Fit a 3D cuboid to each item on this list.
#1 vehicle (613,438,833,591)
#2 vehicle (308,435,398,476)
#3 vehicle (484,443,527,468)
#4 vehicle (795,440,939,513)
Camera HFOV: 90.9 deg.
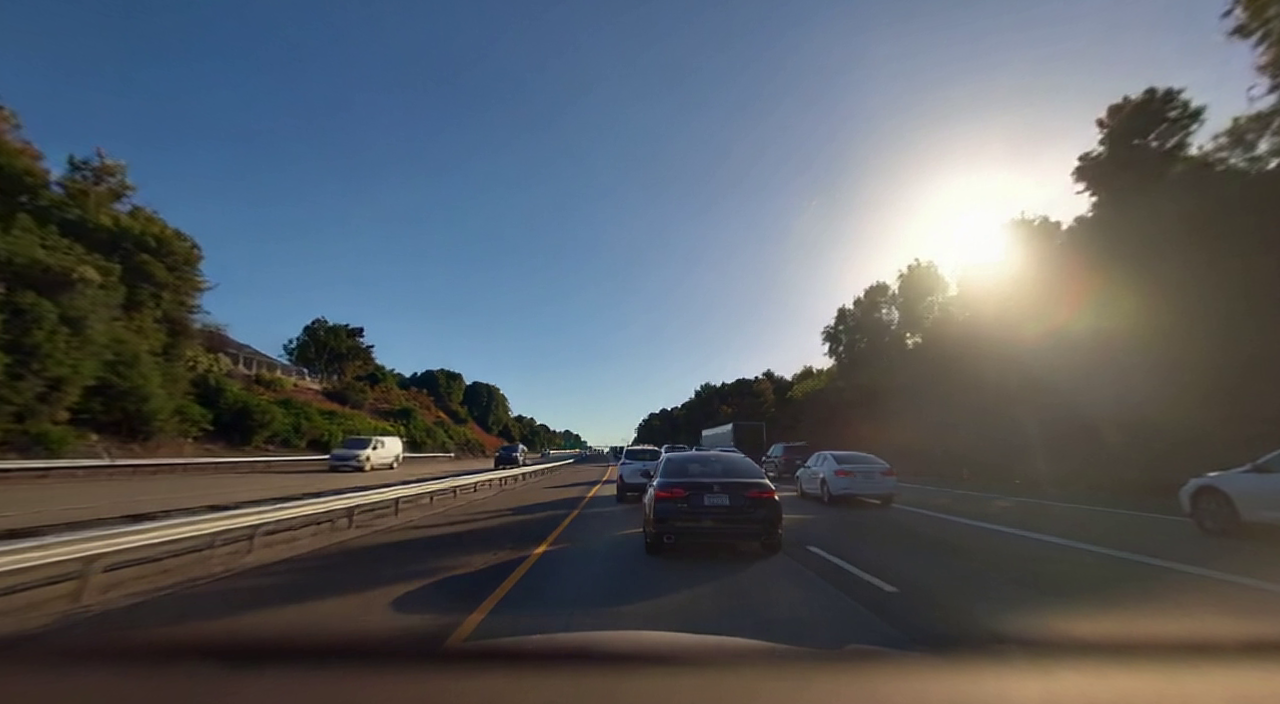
[{"bbox_3d":[0.740,1.843,7.927,2.094,1.426,3.725,0,-9,-2],"label":"vehicle"},{"bbox_3d":[-12.875,4.670,28.607,1.991,1.677,4.499,0,-9,-1],"label":"vehicle"},{"bbox_3d":[-8.557,6.645,40.425,1.865,1.479,3.882,-1,-9,1],"label":"vehicle"},{"bbox_3d":[5.308,2.953,15.410,1.908,1.500,4.157,0,-9,-1],"label":"vehicle"}]
